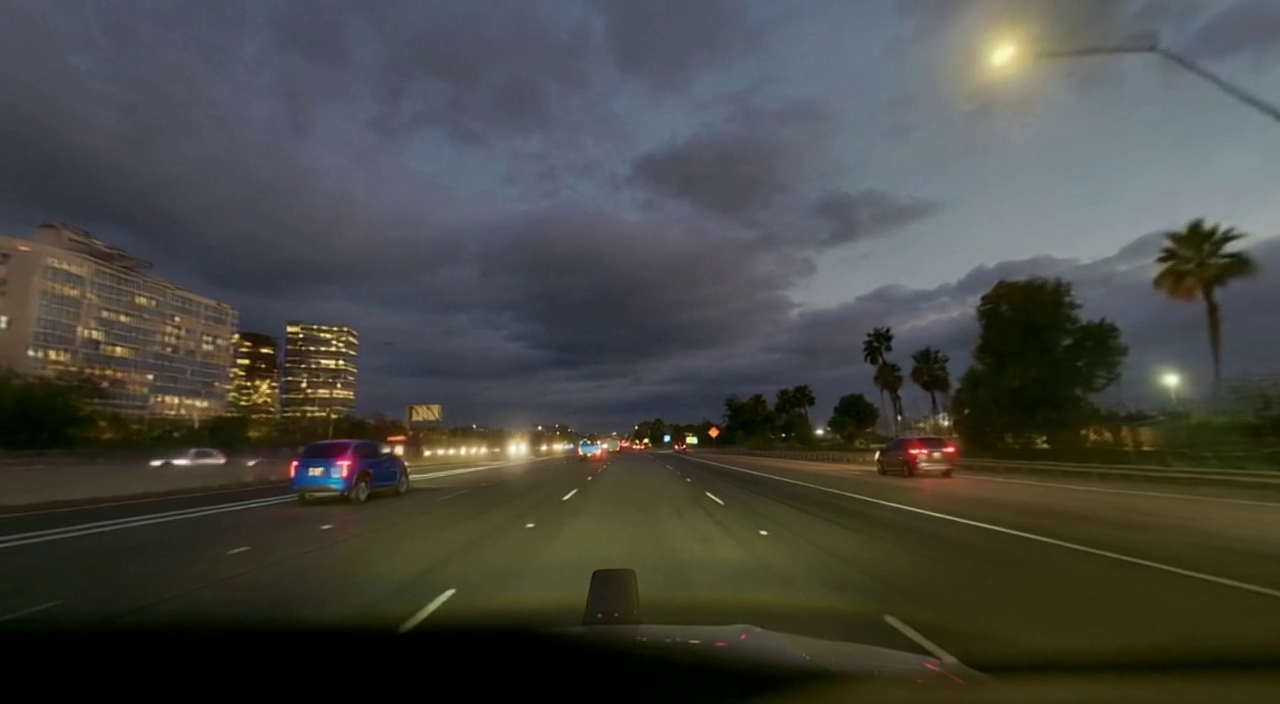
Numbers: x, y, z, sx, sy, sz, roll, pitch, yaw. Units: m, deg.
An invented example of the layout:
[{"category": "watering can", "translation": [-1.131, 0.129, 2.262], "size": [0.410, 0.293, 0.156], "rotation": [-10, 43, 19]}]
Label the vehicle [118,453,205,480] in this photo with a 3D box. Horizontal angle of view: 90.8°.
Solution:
[{"category": "vehicle", "translation": [-27.988, 6.691, 37.124], "size": [1.778, 1.432, 4.199], "rotation": [0, -9, 0]}]

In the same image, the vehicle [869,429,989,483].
[{"category": "vehicle", "translation": [10.586, 3.851, 23.589], "size": [2.168, 1.792, 4.457], "rotation": [0, -9, -3]}]

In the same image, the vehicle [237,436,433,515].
[{"category": "vehicle", "translation": [-6.659, 2.752, 14.609], "size": [2.018, 1.480, 4.999], "rotation": [0, -9, 0]}]
